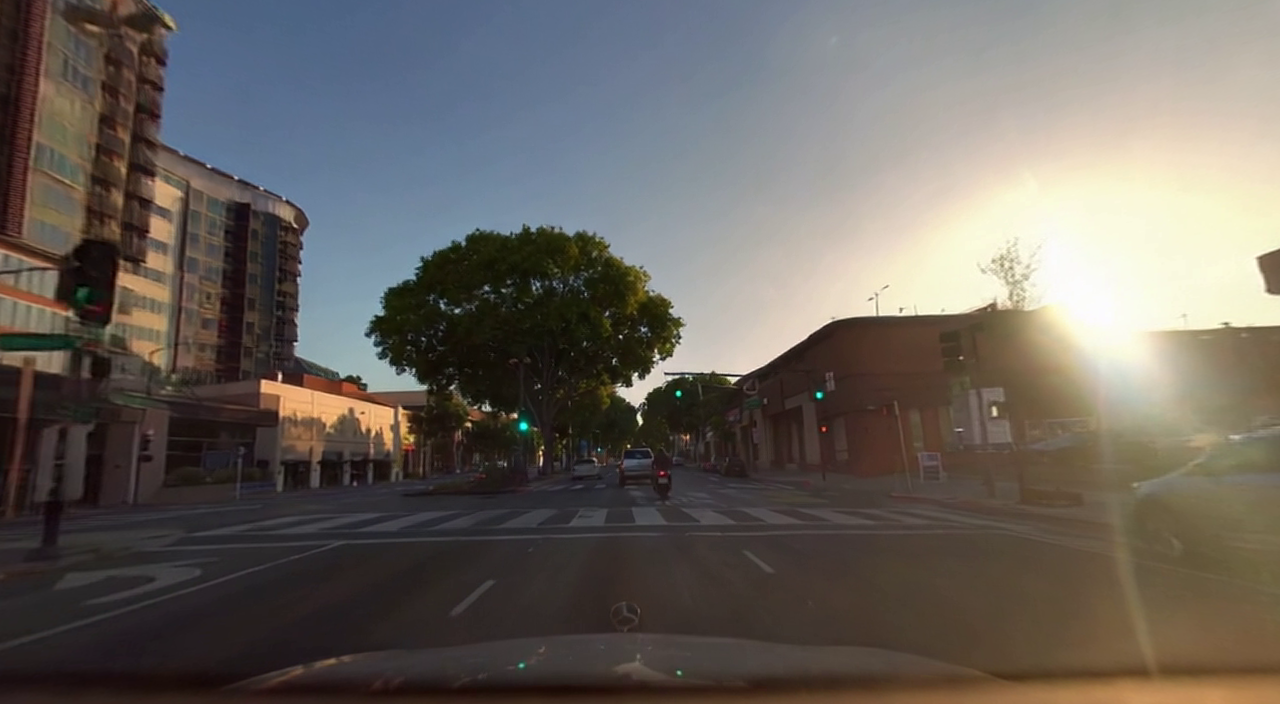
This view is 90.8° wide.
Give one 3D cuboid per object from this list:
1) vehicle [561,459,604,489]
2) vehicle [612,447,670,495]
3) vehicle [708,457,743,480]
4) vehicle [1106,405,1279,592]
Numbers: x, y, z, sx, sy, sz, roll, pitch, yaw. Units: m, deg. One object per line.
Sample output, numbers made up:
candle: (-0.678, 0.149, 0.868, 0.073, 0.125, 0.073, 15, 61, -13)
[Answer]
vehicle: (-3.143, 6.747, 35.296, 2.014, 1.470, 4.552, 0, -9, -1)
vehicle: (-0.040, 4.905, 26.464, 2.223, 1.775, 4.250, 0, -9, -2)
vehicle: (6.688, 9.121, 49.652, 2.069, 1.590, 4.066, 0, -9, -1)
vehicle: (7.161, 1.331, 5.642, 2.018, 1.772, 4.968, 0, -9, -2)
